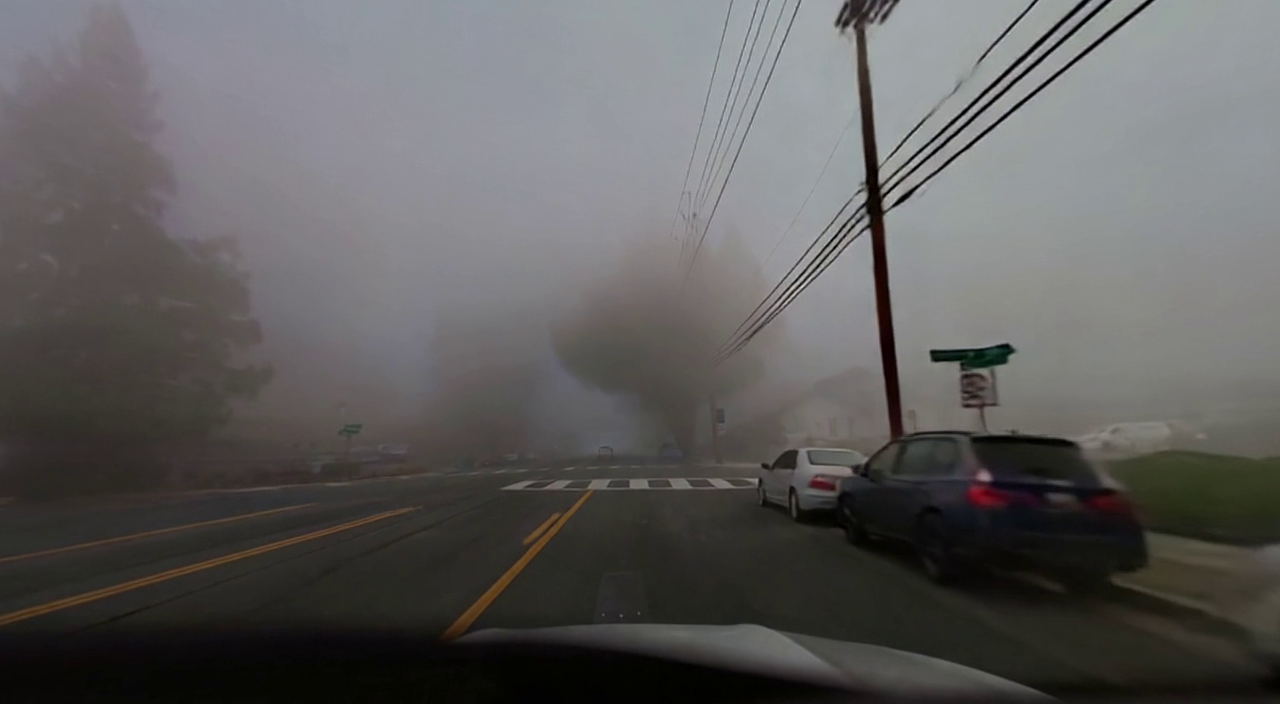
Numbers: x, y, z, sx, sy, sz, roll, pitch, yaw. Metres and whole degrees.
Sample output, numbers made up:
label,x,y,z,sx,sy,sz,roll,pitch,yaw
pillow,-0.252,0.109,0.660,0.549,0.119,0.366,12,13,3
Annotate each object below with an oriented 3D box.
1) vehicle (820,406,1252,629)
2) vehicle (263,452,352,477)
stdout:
label,x,y,z,sx,sy,sz,roll,pitch,yaw
vehicle,3.721,1.623,7.205,1.948,1.713,4.479,0,-9,-1
vehicle,-21.882,7.413,41.680,4.728,1.536,2.006,0,-9,0
